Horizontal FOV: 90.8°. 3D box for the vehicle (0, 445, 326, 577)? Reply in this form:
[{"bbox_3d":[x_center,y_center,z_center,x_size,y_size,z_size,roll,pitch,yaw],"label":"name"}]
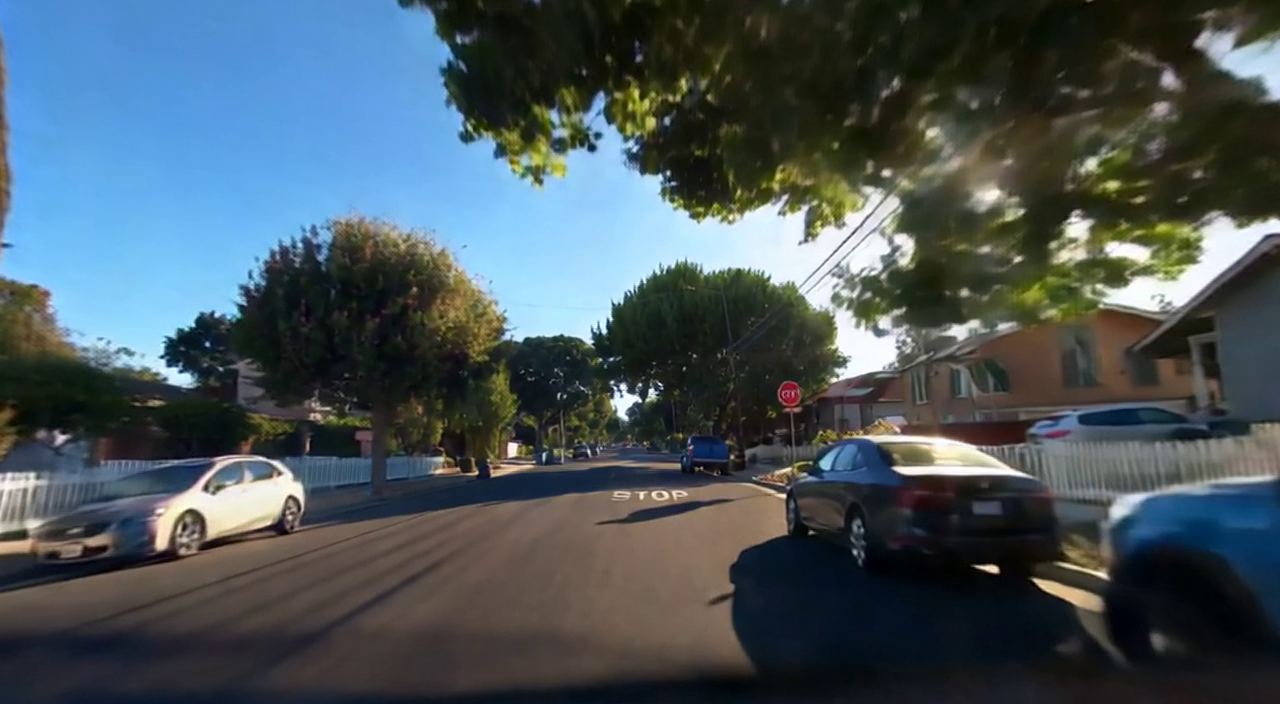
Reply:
[{"bbox_3d":[-7.168,2.322,10.117,2.125,1.623,4.207,0,-9,-1],"label":"vehicle"}]

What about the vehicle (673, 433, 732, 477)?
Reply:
[{"bbox_3d":[2.730,4.636,28.651,2.126,1.795,4.751,0,-9,-1],"label":"vehicle"}]

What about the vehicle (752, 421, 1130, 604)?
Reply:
[{"bbox_3d":[2.945,1.683,7.622,2.185,1.513,4.524,0,-9,-2],"label":"vehicle"}]

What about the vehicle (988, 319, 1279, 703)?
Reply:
[{"bbox_3d":[3.210,0.654,1.481,2.080,1.706,4.449,0,-9,-2],"label":"vehicle"}]
